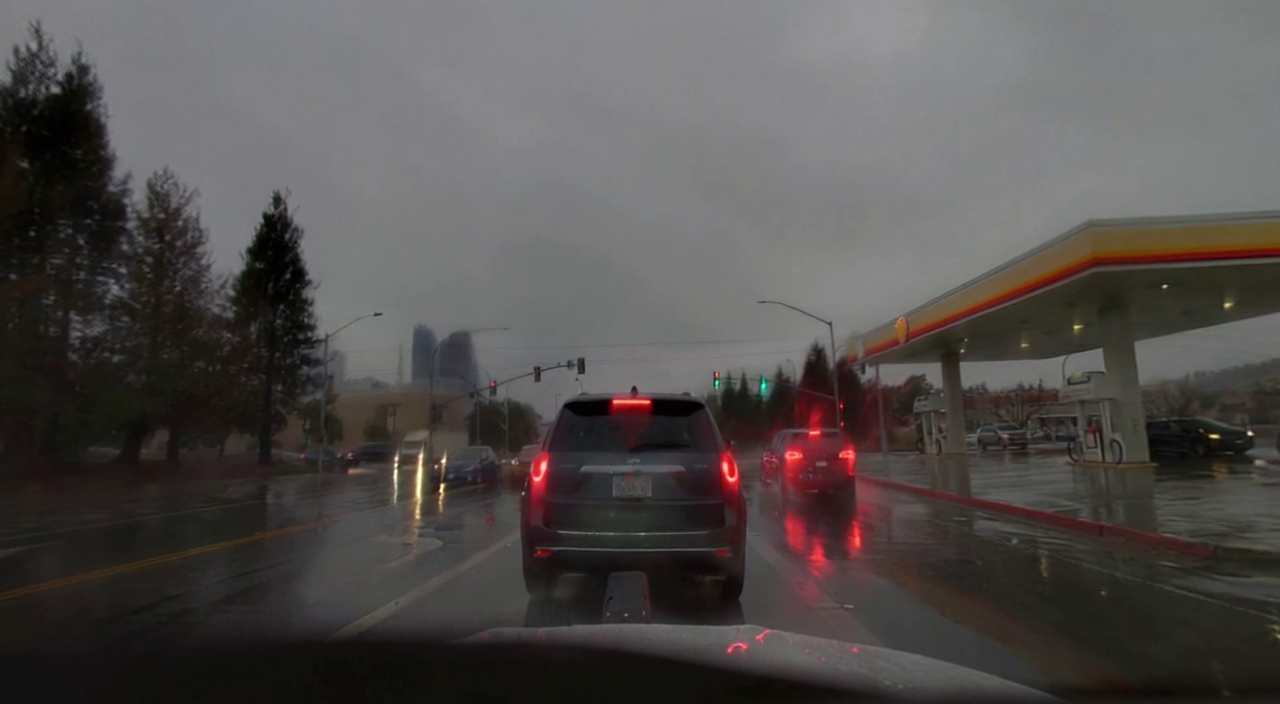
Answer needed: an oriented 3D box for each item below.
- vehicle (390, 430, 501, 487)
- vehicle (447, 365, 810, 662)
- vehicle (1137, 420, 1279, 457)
[{"bbox_3d":[-6.650,3.706,22.182,2.065,1.753,4.525,-1,-9,6],"label":"vehicle"},{"bbox_3d":[0.011,1.318,6.135,2.236,1.819,4.291,-1,-9,3],"label":"vehicle"},{"bbox_3d":[25.940,3.968,28.786,4.551,1.616,1.973,-2,-9,11],"label":"vehicle"}]
